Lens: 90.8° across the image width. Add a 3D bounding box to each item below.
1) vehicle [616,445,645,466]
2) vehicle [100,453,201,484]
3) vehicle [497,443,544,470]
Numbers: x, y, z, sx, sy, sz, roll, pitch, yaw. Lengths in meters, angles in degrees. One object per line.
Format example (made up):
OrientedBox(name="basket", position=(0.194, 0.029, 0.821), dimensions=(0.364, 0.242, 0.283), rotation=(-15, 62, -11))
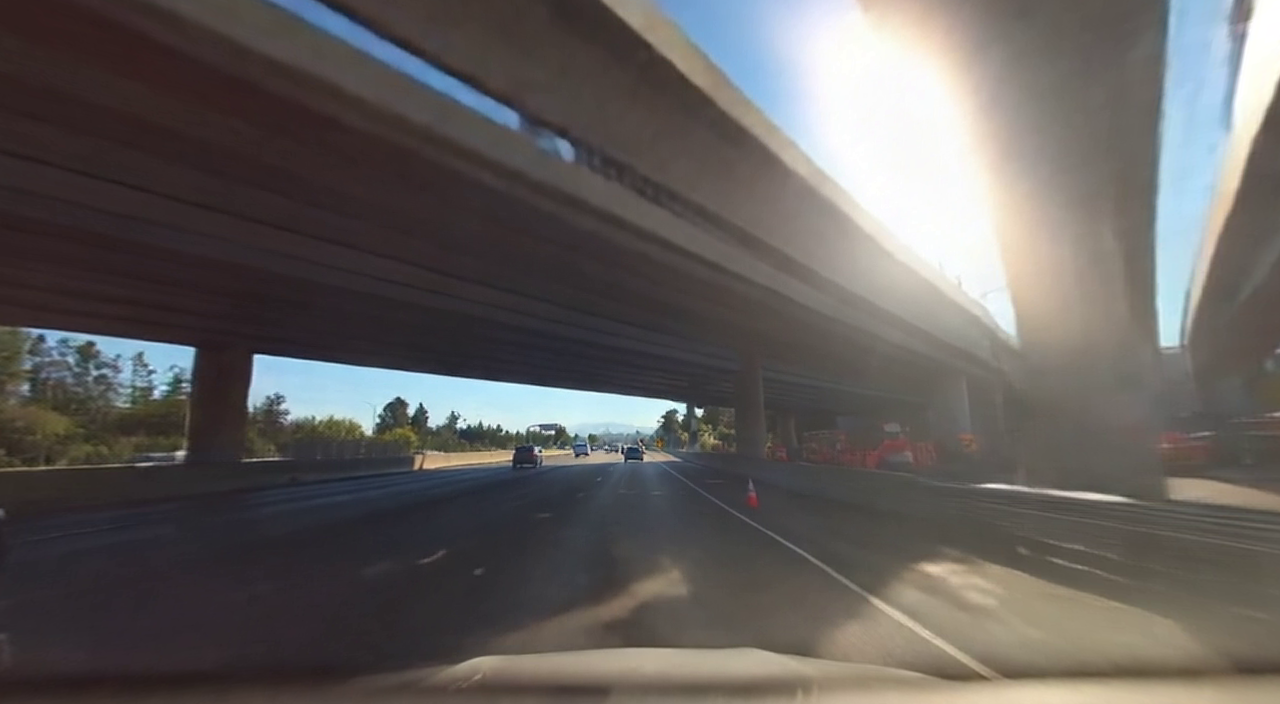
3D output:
OrientedBox(name="vehicle", position=(-0.719, 7.595, 46.411), dimensions=(2.051, 1.459, 4.092), rotation=(0, -9, -1))
OrientedBox(name="vehicle", position=(-25.408, 6.051, 33.027), dimensions=(1.772, 1.459, 4.504), rotation=(0, -9, -2))
OrientedBox(name="vehicle", position=(-7.439, 6.565, 39.885), dimensions=(2.128, 1.604, 4.279), rotation=(0, -9, 0))
